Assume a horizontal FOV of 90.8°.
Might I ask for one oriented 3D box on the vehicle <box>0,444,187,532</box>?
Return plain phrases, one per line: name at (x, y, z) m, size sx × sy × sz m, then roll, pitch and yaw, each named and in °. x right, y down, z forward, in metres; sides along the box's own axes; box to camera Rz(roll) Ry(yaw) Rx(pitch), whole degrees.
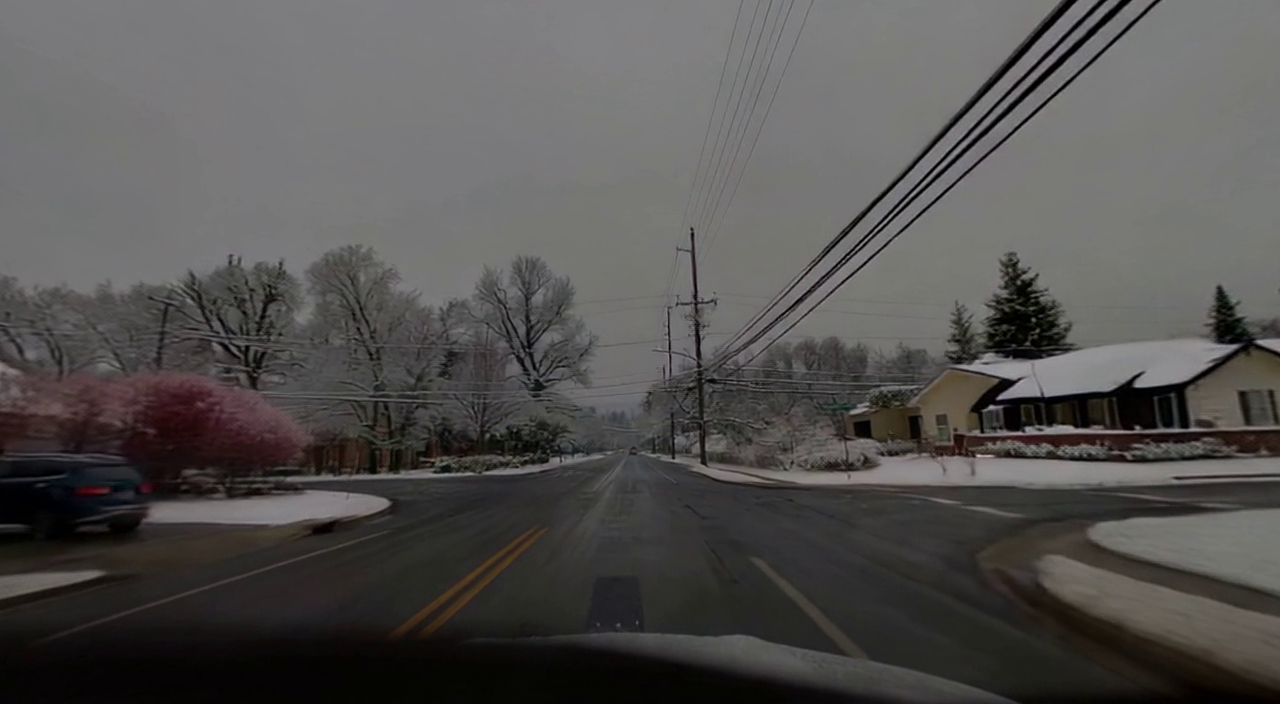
vehicle at (-13.452, 3.041, 14.471) m, size 4.461 × 1.844 × 2.015 m, roll 1°, pitch -9°, yaw -5°
